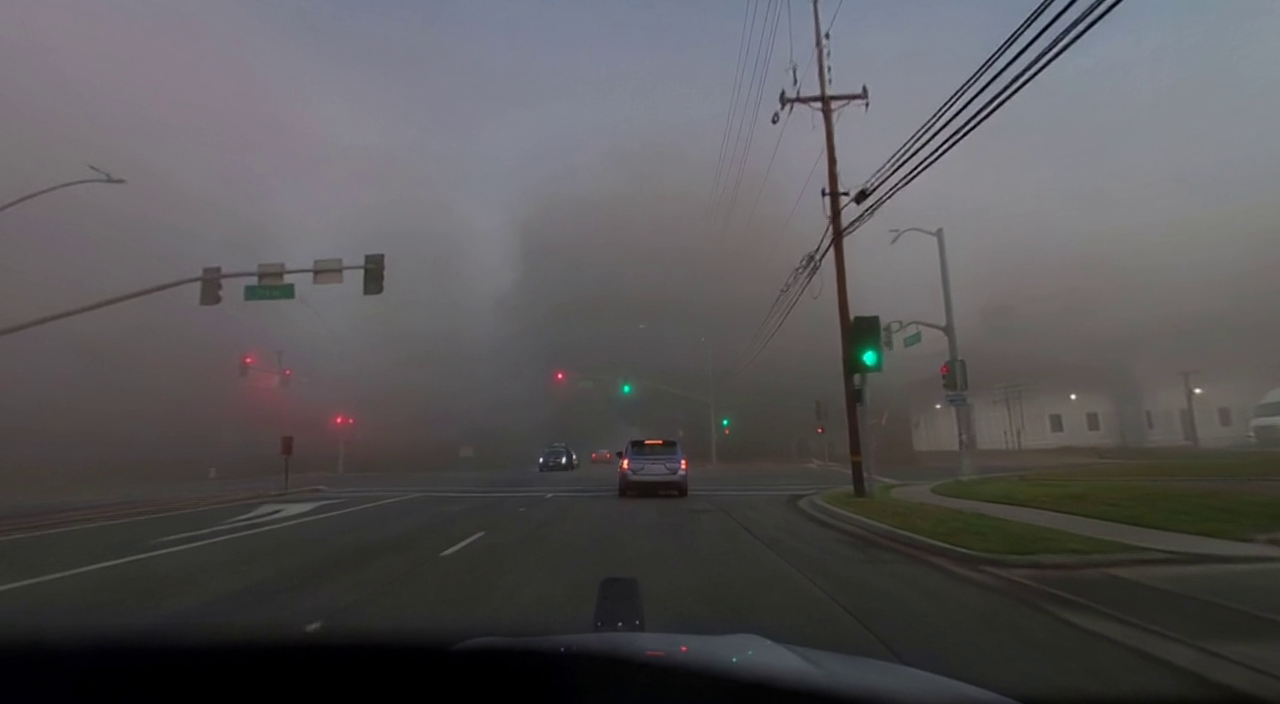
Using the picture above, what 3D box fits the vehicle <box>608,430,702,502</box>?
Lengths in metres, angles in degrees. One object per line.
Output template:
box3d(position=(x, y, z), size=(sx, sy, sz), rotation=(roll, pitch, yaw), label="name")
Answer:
box3d(position=(0.337, 2.915, 16.614), size=(2.156, 1.636, 3.923), rotation=(0, -8, 0), label="vehicle")

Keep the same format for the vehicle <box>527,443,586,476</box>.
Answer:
box3d(position=(-3.939, 5.119, 30.412), size=(2.153, 1.474, 4.284), rotation=(0, -8, 1), label="vehicle")
